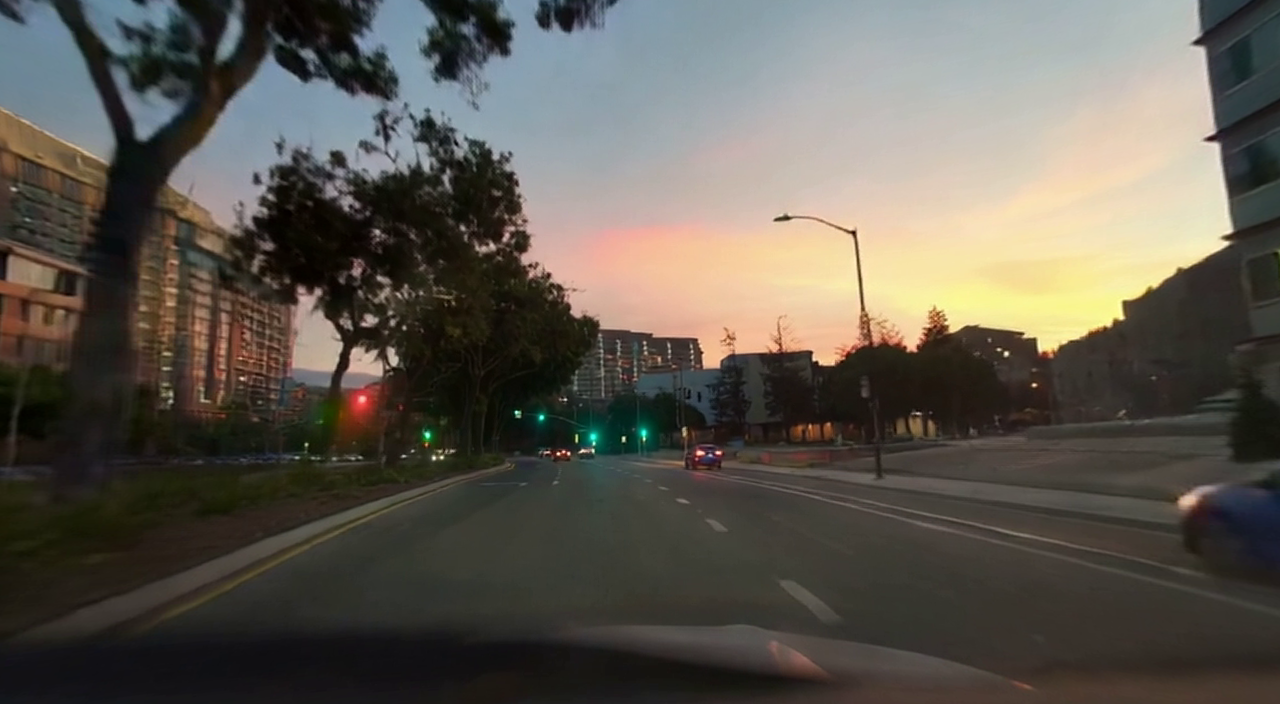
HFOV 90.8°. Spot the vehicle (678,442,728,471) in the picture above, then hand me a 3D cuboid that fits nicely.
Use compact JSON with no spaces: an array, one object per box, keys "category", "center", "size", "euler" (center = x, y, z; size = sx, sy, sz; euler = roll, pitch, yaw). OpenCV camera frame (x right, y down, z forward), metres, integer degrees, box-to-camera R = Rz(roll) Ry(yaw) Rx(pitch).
[{"category":"vehicle","center":[3.754,6.330,38.620],"size":[2.042,1.635,4.858],"euler":[1,-8,-7]}]

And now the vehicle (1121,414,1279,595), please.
[{"category":"vehicle","center":[6.311,1.128,4.288],"size":[1.984,1.479,5.102],"euler":[0,-8,-2]}]
